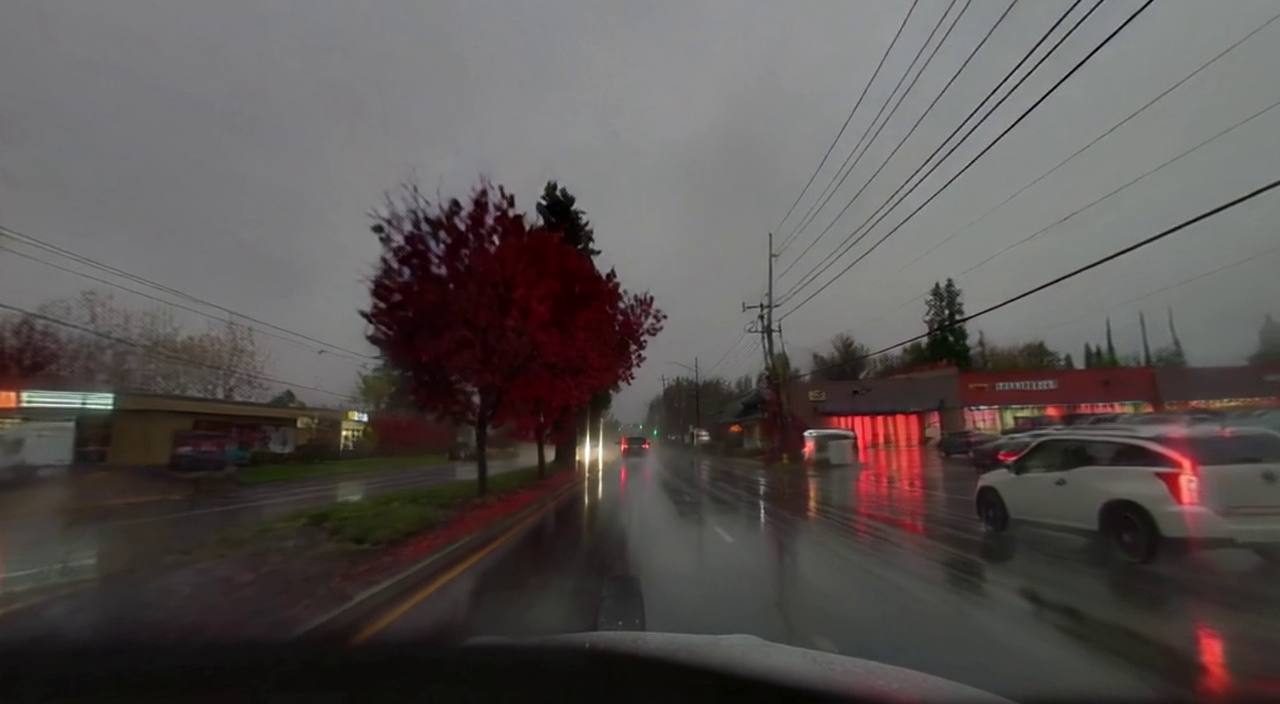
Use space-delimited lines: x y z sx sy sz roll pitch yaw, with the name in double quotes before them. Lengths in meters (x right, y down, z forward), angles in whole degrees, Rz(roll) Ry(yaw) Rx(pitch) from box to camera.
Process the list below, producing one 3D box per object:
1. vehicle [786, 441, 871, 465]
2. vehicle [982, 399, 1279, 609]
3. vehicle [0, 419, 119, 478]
"vehicle" 14.518 7.751 48.783 5.733 1.610 2.253 0 -8 -11
"vehicle" 6.217 1.559 7.275 1.995 1.705 4.434 0 -9 -1
"vehicle" -28.688 4.578 29.705 5.851 2.505 2.504 -1 -8 -9
